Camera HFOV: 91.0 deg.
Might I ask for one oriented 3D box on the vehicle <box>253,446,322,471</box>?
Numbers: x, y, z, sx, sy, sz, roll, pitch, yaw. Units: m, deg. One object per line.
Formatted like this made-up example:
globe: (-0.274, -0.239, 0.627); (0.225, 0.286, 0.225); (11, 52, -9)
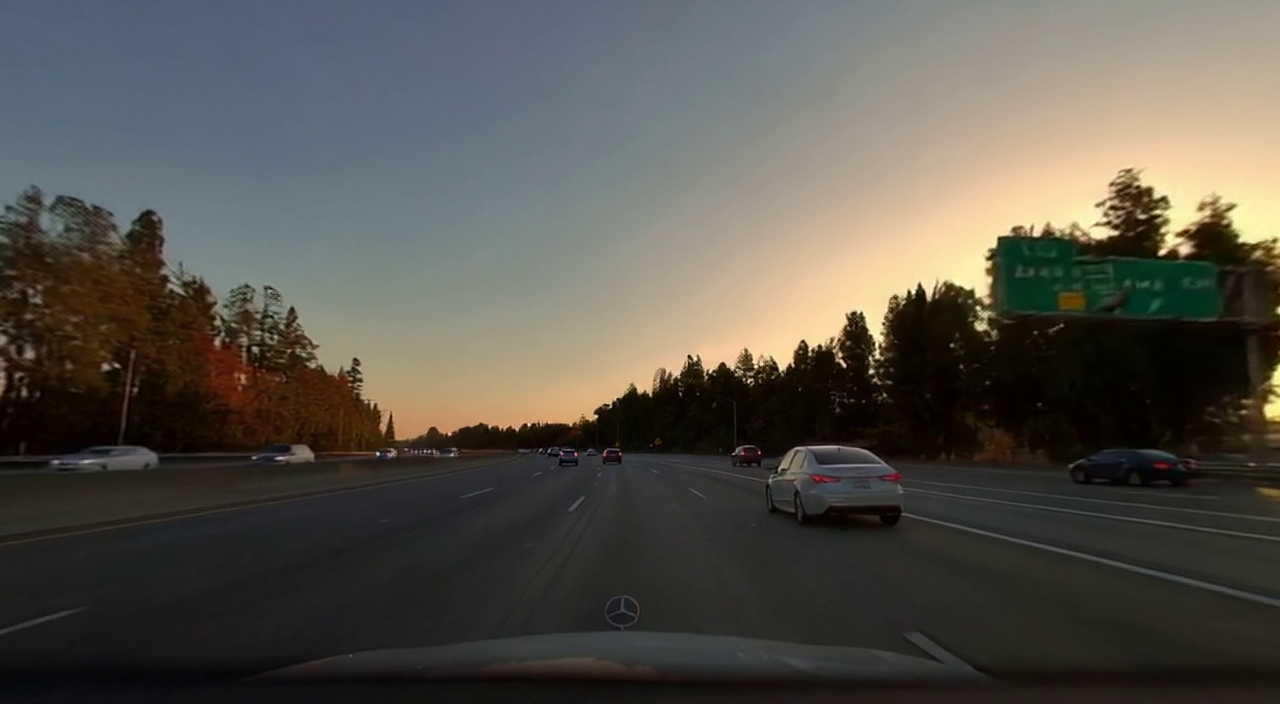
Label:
vehicle: (-25.252, 7.638, 45.395); (2.170, 1.723, 5.110); (0, -9, -2)

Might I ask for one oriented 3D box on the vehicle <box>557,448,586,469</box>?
vehicle: (-5.363, 8.382, 49.724); (2.080, 1.524, 4.442); (0, -9, -3)

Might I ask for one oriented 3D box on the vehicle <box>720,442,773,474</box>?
vehicle: (6.326, 6.339, 37.910); (2.167, 1.793, 4.683); (0, -9, -2)

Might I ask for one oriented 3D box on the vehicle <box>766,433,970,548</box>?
vehicle: (3.531, 2.207, 10.653); (1.975, 1.562, 3.823); (0, -9, 0)

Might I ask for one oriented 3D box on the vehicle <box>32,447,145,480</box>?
vehicle: (-28.367, 5.743, 32.629); (1.909, 1.586, 4.394); (0, -9, -1)

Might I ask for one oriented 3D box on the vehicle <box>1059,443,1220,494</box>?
vehicle: (16.616, 3.874, 21.327); (1.878, 1.486, 4.636); (-1, -9, 4)
